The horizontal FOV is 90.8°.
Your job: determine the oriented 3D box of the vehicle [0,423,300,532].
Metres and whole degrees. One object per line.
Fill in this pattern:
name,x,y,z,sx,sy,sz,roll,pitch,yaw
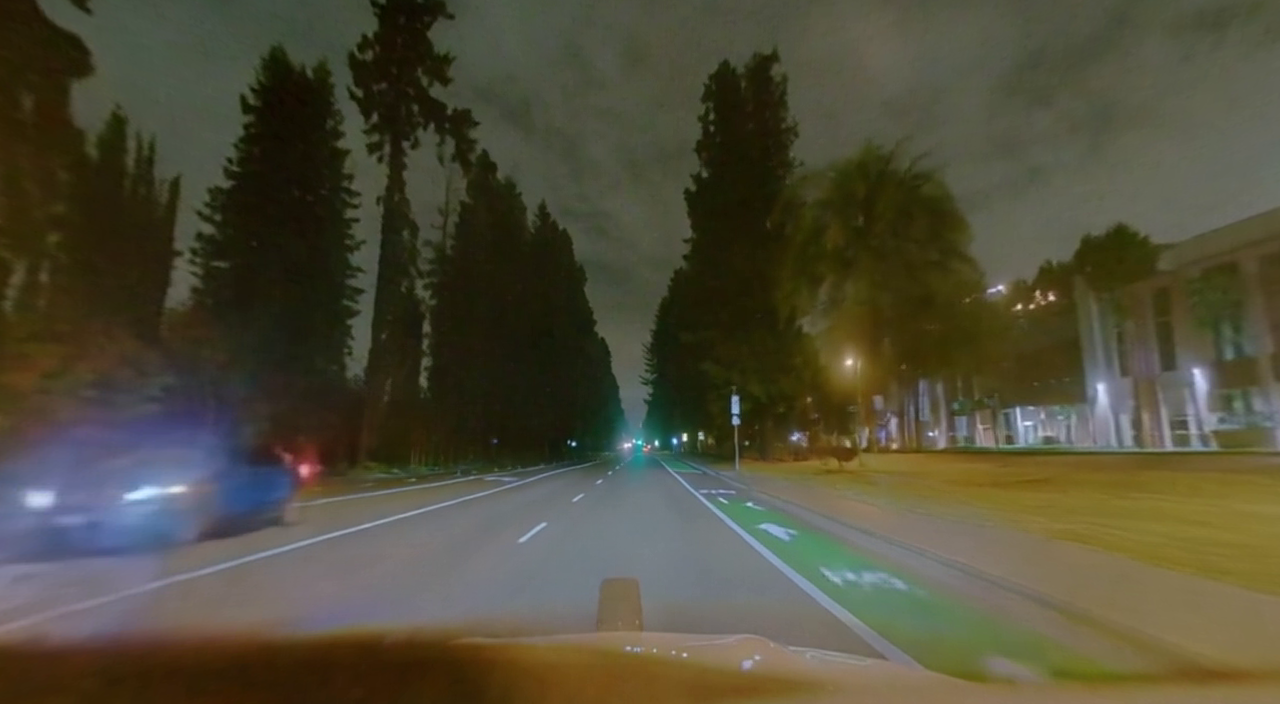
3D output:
vehicle,-9.487,2.428,12.856,2.248,1.761,4.918,0,-9,1
